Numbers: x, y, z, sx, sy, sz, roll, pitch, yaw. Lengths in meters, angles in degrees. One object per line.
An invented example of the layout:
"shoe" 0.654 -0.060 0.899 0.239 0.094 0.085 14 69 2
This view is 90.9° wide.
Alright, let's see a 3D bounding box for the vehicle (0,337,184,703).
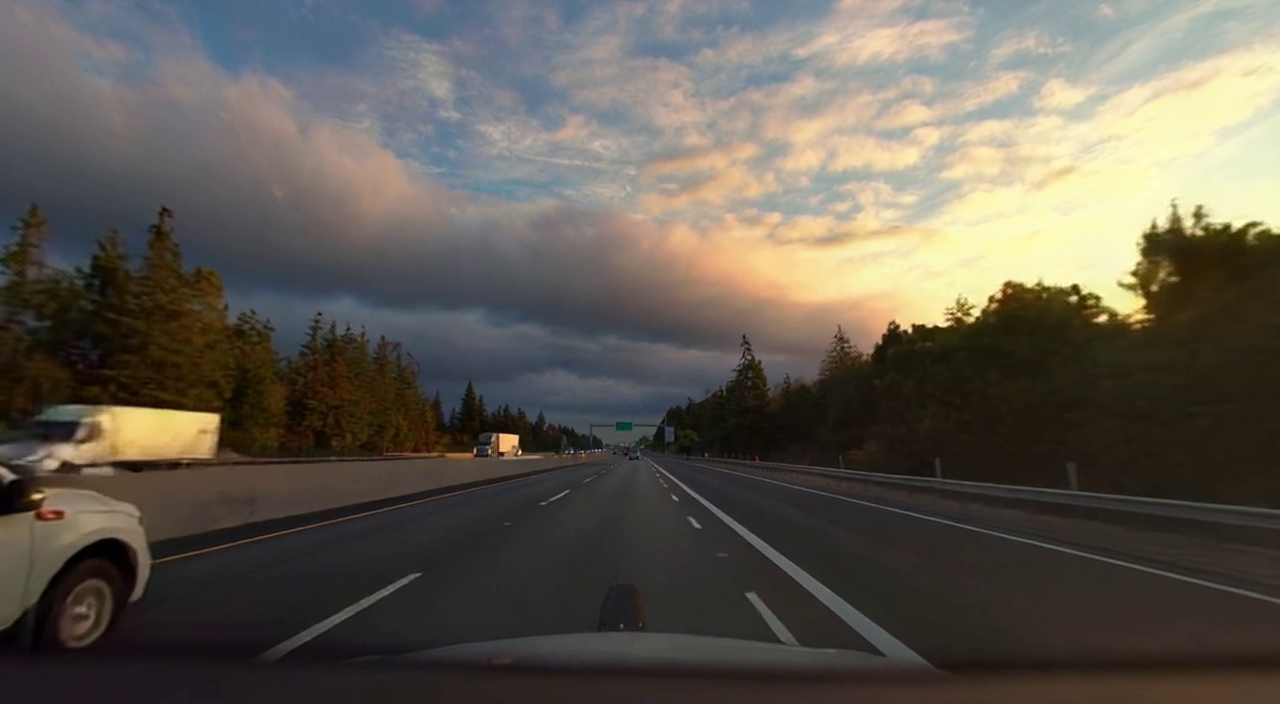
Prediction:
"vehicle" -4.237 0.647 1.640 2.214 1.872 5.179 0 -9 0
